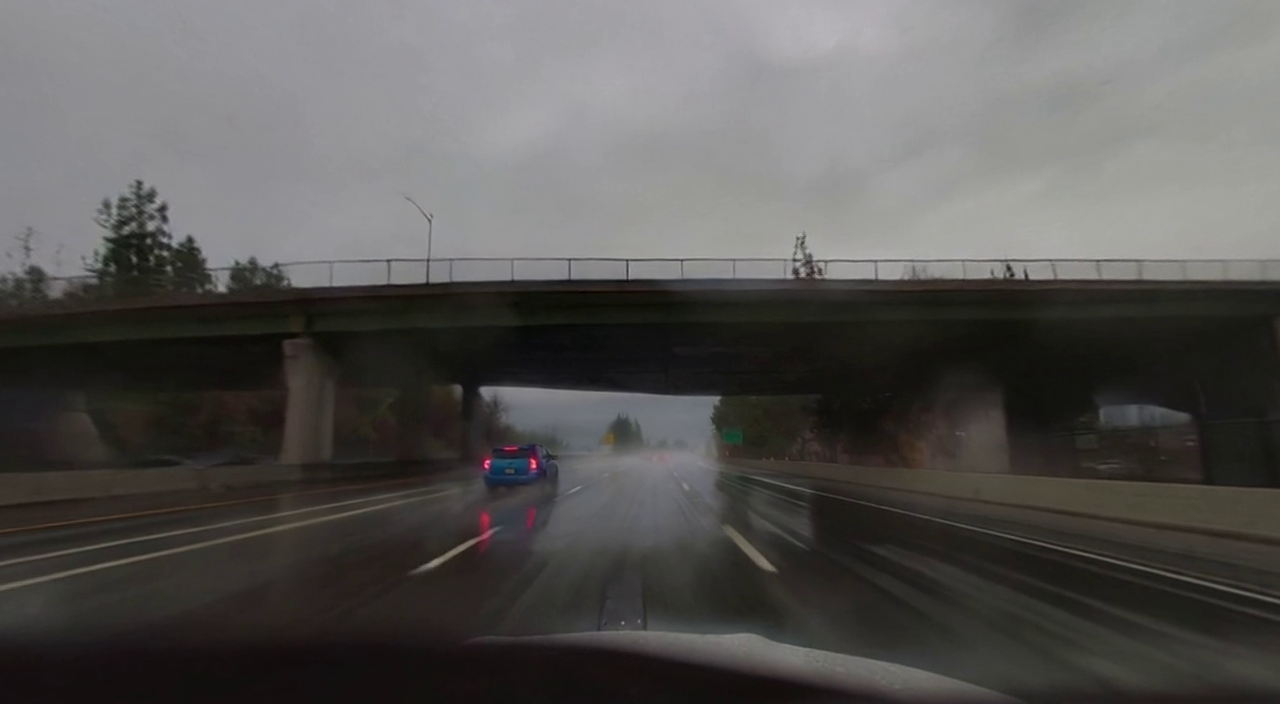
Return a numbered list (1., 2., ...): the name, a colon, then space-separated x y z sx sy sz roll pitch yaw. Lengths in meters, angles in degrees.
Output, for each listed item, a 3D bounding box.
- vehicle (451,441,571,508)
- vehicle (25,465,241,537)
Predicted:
1. vehicle: -3.431 3.380 17.887 2.274 1.628 4.807 0 -9 2
2. vehicle: -12.363 3.607 15.839 1.822 1.448 4.297 0 -9 0
